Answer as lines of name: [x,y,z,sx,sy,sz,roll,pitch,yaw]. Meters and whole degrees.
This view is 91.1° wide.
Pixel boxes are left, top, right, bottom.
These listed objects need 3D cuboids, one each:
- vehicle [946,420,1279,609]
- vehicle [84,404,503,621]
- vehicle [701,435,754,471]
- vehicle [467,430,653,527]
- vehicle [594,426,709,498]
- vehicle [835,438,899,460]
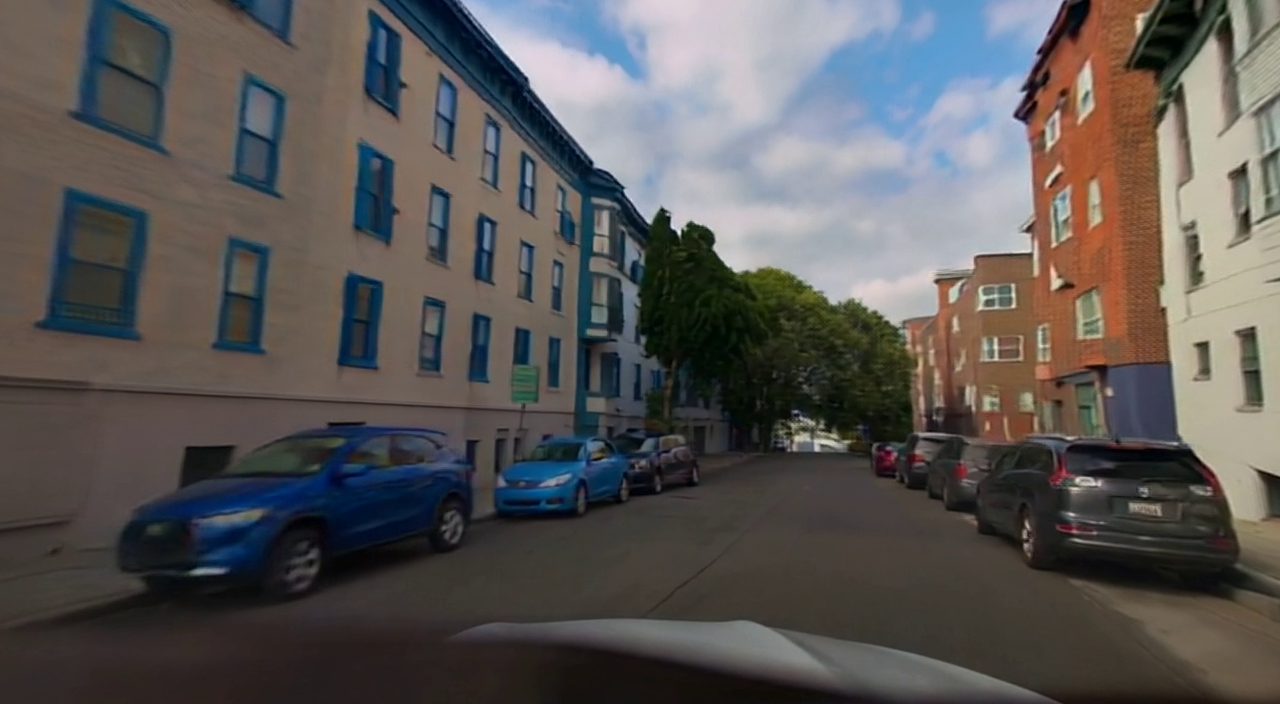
vehicle: [5.278,1.706,7.737,1.883,1.615,4.234,-2,-8,15]
vehicle: [-3.001,1.377,6.345,1.719,1.519,3.414,-2,-8,15]
vehicle: [4.054,4.553,28.694,1.840,1.493,3.761,-2,-8,17]
vehicle: [-1.221,2.206,11.764,1.830,1.427,4.294,-2,-8,17]
vehicle: [0.467,2.821,16.747,1.942,1.629,4.302,-2,-8,17]
vehicle: [15.799,6.756,43.817,3.657,1.475,1.930,1,-8,-3]
